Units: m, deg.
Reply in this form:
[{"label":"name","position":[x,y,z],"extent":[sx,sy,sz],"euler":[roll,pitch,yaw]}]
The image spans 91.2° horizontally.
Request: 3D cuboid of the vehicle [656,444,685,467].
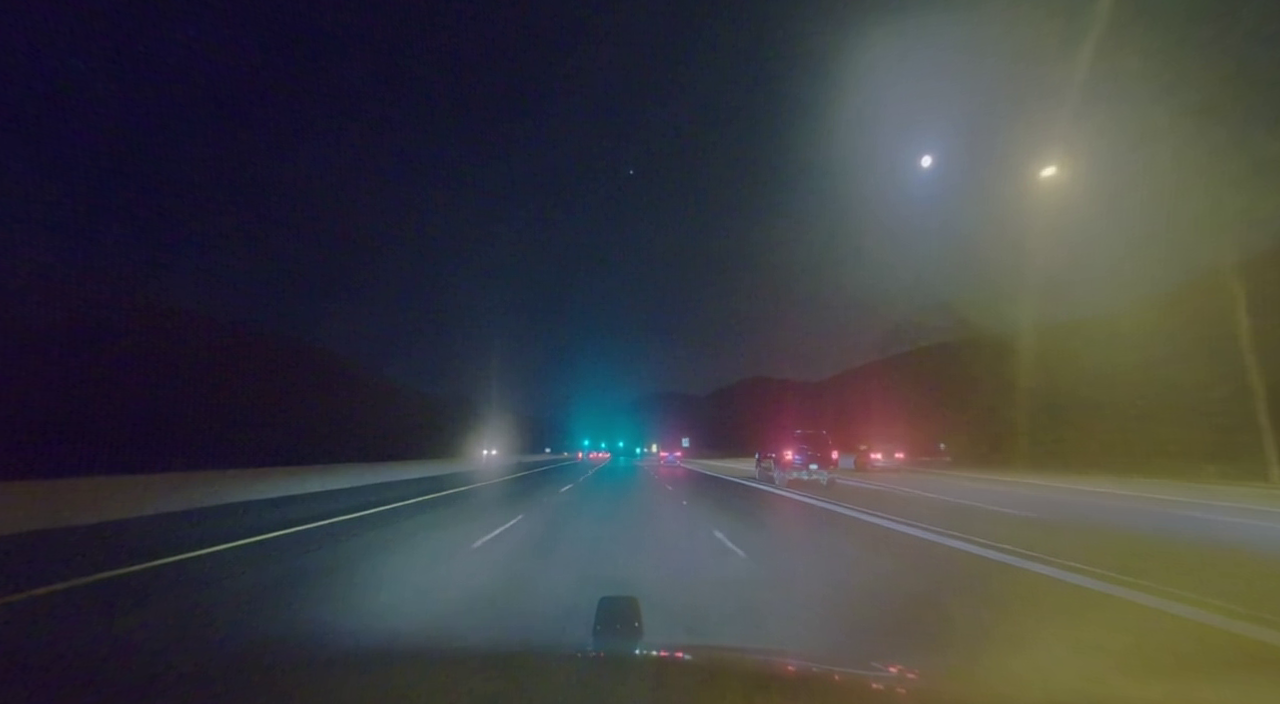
[{"label":"vehicle","position":[2.182,7.540,45.633],"extent":[1.895,1.555,4.030],"euler":[0,-9,0]}]
